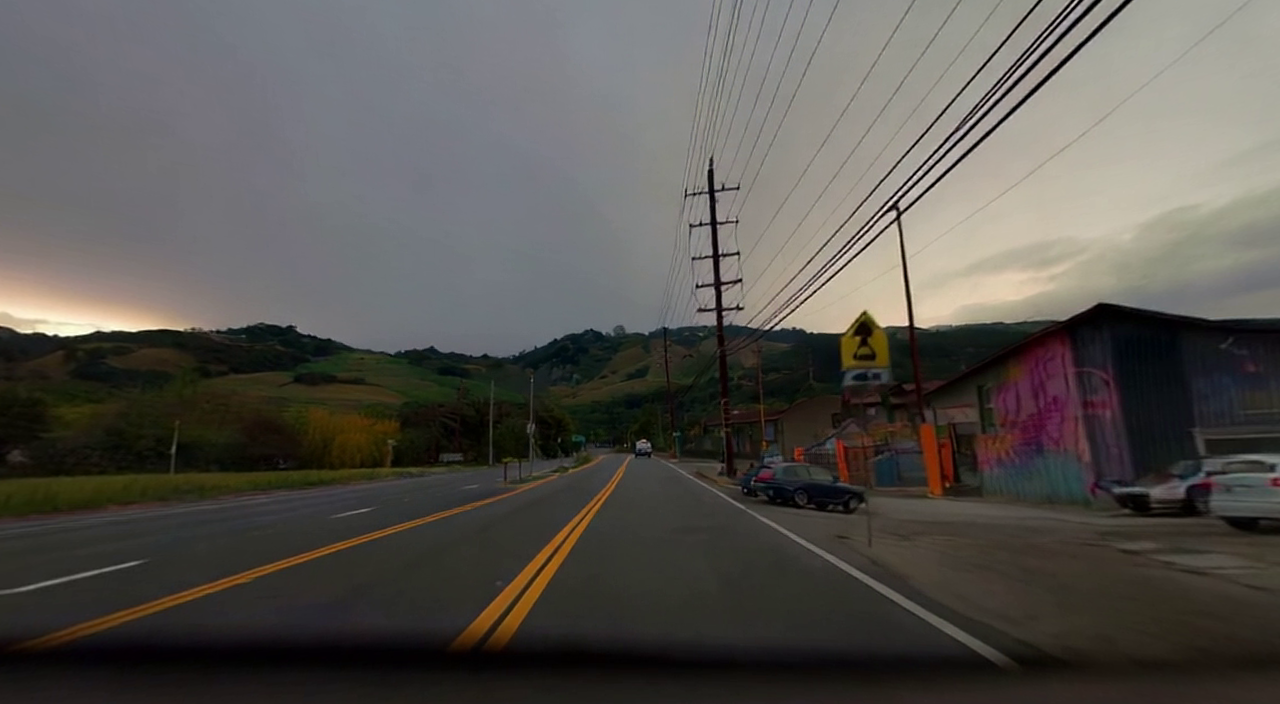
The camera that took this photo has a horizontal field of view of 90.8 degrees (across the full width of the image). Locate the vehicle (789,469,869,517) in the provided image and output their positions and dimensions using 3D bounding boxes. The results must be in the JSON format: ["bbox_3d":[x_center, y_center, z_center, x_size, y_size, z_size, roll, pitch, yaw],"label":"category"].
[{"bbox_3d":[6.829,5.096,23.254,1.781,1.432,4.169,0,-9,2],"label":"vehicle"}]

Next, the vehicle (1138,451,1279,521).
[{"bbox_3d":[15.536,3.338,15.981,4.145,1.599,1.982,0,-9,0],"label":"vehicle"}]

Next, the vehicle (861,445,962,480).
[{"bbox_3d":[15.450,6.293,36.125,4.798,1.934,1.908,0,-9,0],"label":"vehicle"}]
